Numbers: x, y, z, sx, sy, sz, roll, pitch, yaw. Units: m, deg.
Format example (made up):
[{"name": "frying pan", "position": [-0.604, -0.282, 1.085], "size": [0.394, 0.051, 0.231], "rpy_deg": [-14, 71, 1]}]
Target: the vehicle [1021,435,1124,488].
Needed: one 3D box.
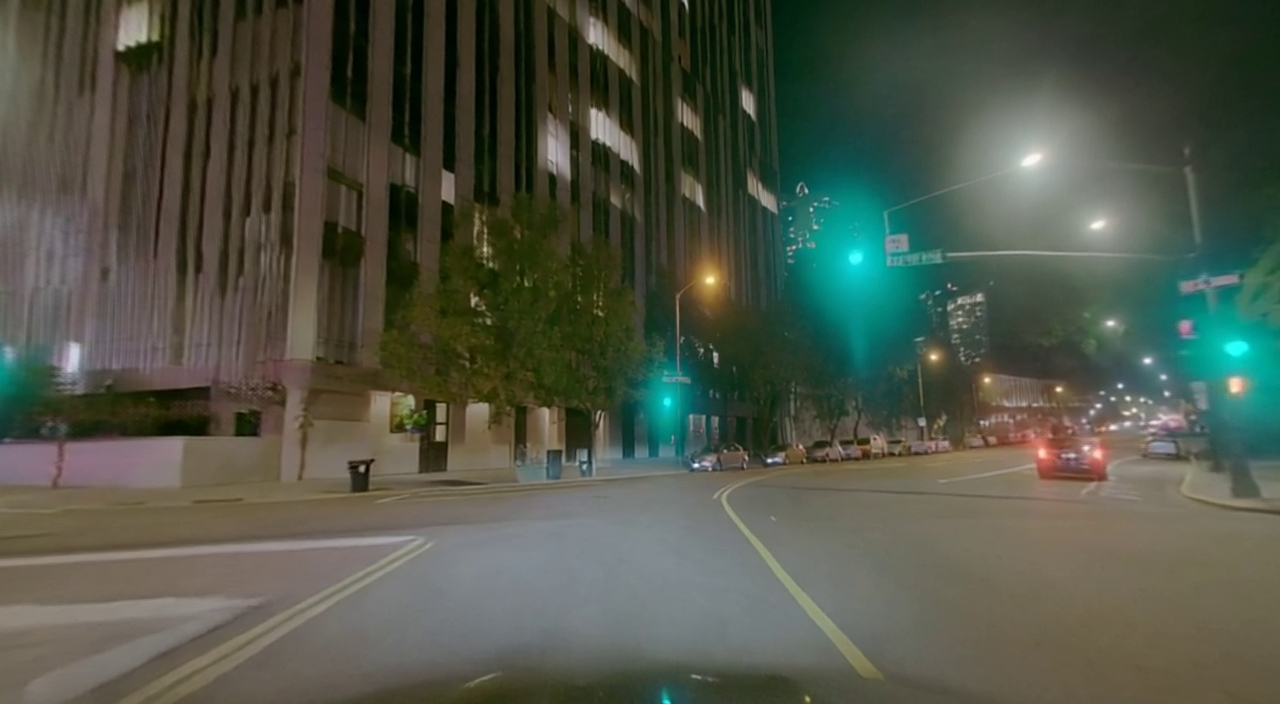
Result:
[{"name": "vehicle", "position": [13.844, 3.464, 20.470], "size": [2.148, 1.488, 4.508], "rpy_deg": [-4, -9, 27]}]

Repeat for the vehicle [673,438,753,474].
[{"name": "vehicle", "position": [3.711, 5.185, 31.730], "size": [1.922, 1.628, 4.291], "rpy_deg": [-7, -10, 39]}]

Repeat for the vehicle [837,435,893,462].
[{"name": "vehicle", "position": [13.366, 5.680, 37.295], "size": [1.852, 1.465, 4.092], "rpy_deg": [-6, -10, 38]}]

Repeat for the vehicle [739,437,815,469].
[{"name": "vehicle", "position": [7.885, 5.703, 35.988], "size": [2.179, 1.658, 4.765], "rpy_deg": [-7, -10, 40]}]

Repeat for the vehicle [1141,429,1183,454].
[{"name": "vehicle", "position": [38.807, 6.642, 46.809], "size": [2.189, 1.753, 4.376], "rpy_deg": [-7, -10, 40]}]
